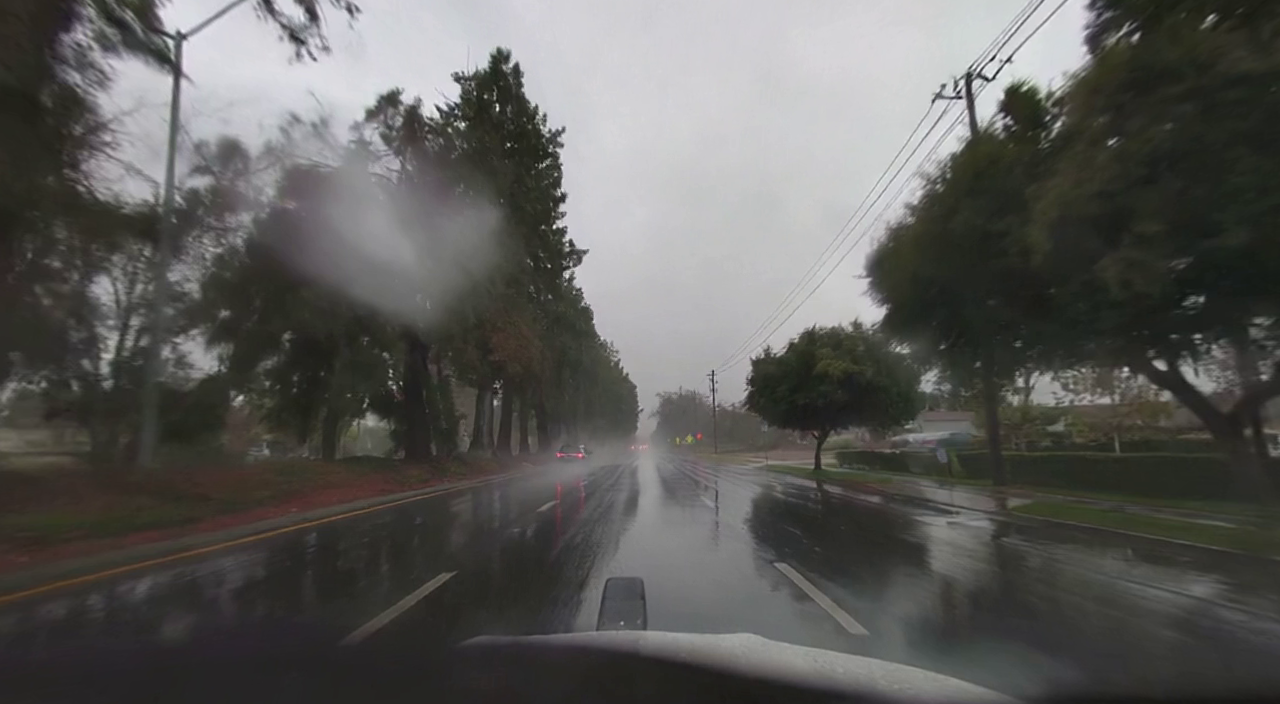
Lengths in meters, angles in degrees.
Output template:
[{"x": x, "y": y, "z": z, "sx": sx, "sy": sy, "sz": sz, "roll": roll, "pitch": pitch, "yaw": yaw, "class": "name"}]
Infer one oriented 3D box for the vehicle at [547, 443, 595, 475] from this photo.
[{"x": -3.511, "y": 5.544, "z": 32.849, "sx": 2.007, "sy": 1.514, "sz": 4.049, "roll": 0, "pitch": -8, "yaw": 1, "class": "vehicle"}]
